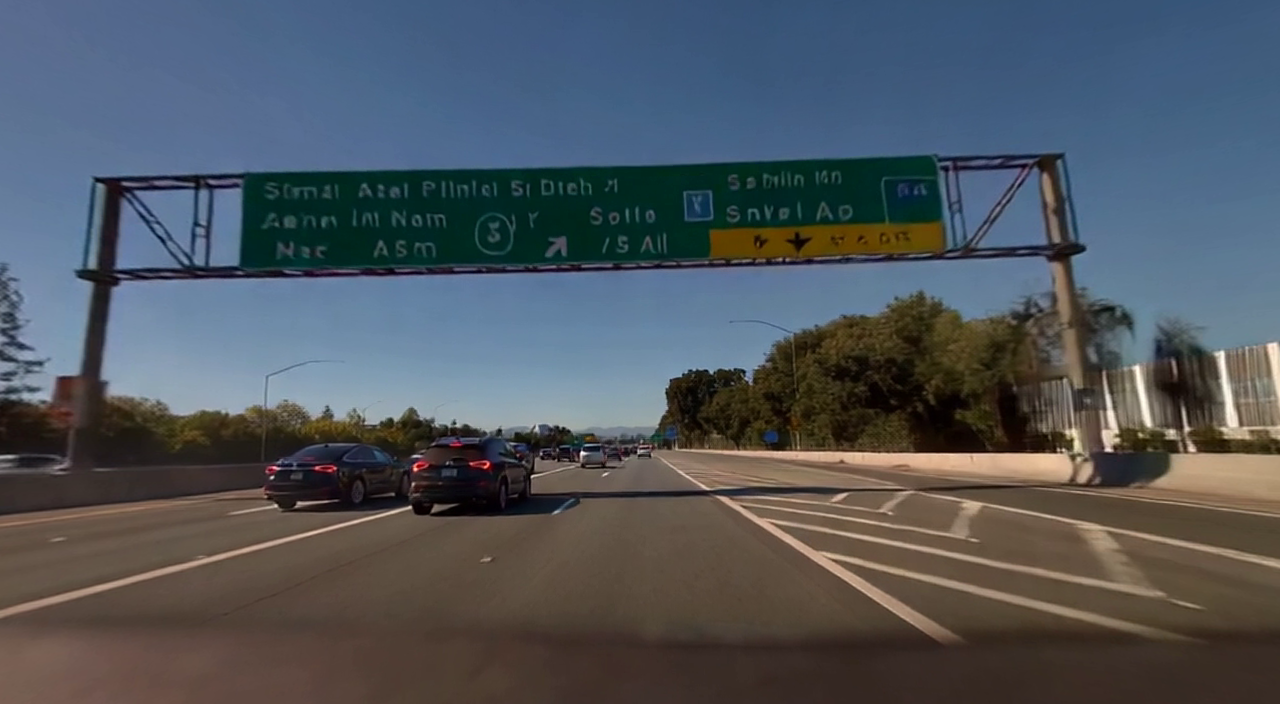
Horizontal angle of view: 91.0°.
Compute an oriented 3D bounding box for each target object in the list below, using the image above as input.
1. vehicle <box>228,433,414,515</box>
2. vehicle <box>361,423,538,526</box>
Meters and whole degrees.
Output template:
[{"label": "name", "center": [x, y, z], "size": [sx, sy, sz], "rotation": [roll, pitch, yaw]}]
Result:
[{"label": "vehicle", "center": [-7.425, 2.878, 15.327], "size": [2.071, 1.661, 4.540], "rotation": [0, -9, 1]}, {"label": "vehicle", "center": [-3.570, 2.405, 12.843], "size": [2.158, 1.717, 4.375], "rotation": [-1, -9, 1]}]
